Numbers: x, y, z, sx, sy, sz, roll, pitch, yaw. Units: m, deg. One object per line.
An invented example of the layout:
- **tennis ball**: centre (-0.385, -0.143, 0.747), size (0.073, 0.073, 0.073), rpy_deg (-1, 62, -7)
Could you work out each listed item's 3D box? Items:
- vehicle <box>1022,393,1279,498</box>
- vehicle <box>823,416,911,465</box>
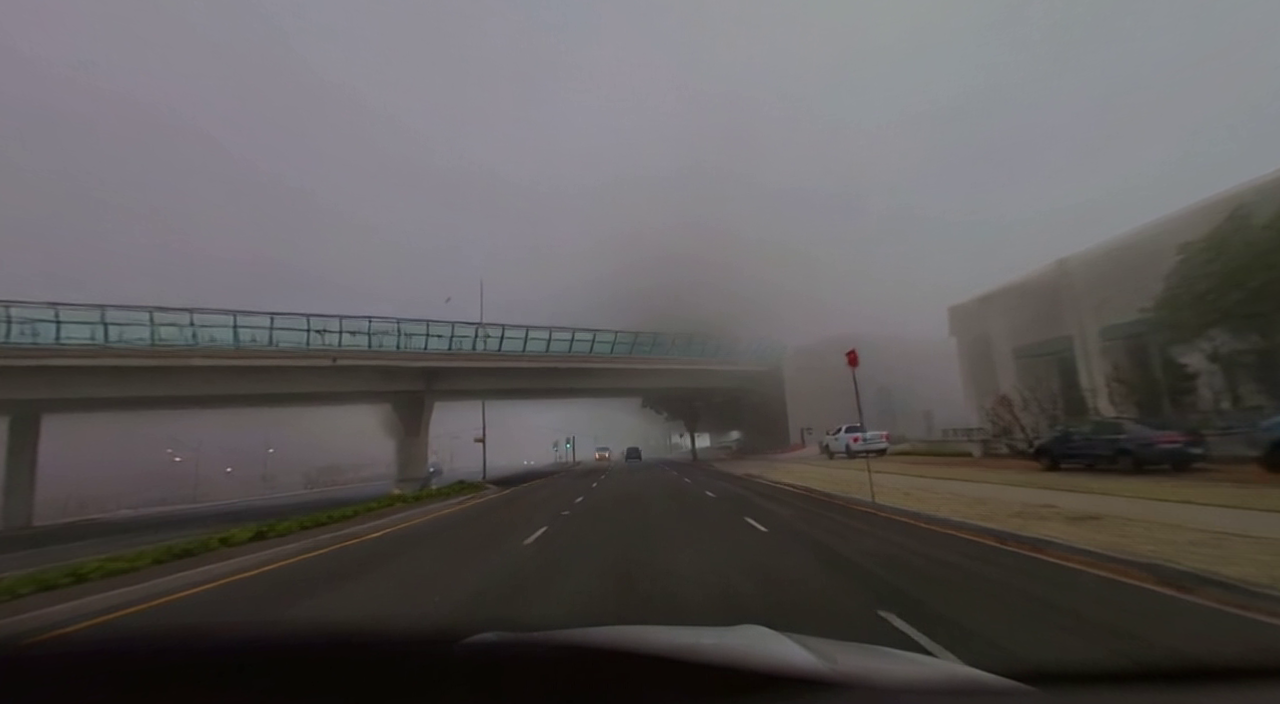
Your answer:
- **vehicle**: centre (10.266, 1.779, 12.298), size (2.135, 1.530, 5.197), rpy_deg (-5, -9, -1)
- **vehicle**: centre (10.514, 4.193, 29.552), size (2.244, 1.866, 4.603), rpy_deg (-6, -9, 0)
